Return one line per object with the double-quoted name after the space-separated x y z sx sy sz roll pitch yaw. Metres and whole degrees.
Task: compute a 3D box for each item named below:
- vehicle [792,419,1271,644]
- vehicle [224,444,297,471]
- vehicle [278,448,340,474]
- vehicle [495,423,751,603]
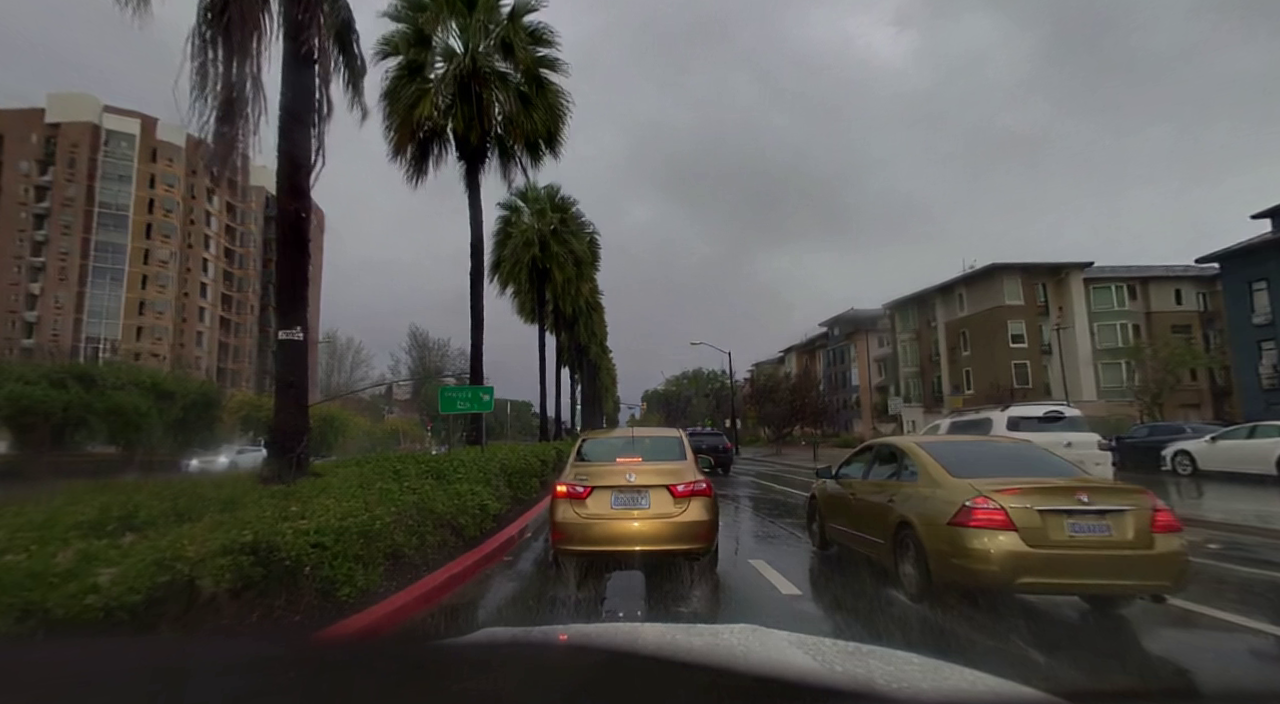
3.144 1.515 6.456 1.925 1.451 4.436 0 -8 -2 "vehicle"
-28.255 7.869 47.272 2.115 1.884 5.481 0 -8 -1 "vehicle"
-20.568 6.763 39.396 1.764 1.510 3.827 0 -9 0 "vehicle"
-0.156 1.659 7.373 2.158 1.498 3.919 0 -8 0 "vehicle"
